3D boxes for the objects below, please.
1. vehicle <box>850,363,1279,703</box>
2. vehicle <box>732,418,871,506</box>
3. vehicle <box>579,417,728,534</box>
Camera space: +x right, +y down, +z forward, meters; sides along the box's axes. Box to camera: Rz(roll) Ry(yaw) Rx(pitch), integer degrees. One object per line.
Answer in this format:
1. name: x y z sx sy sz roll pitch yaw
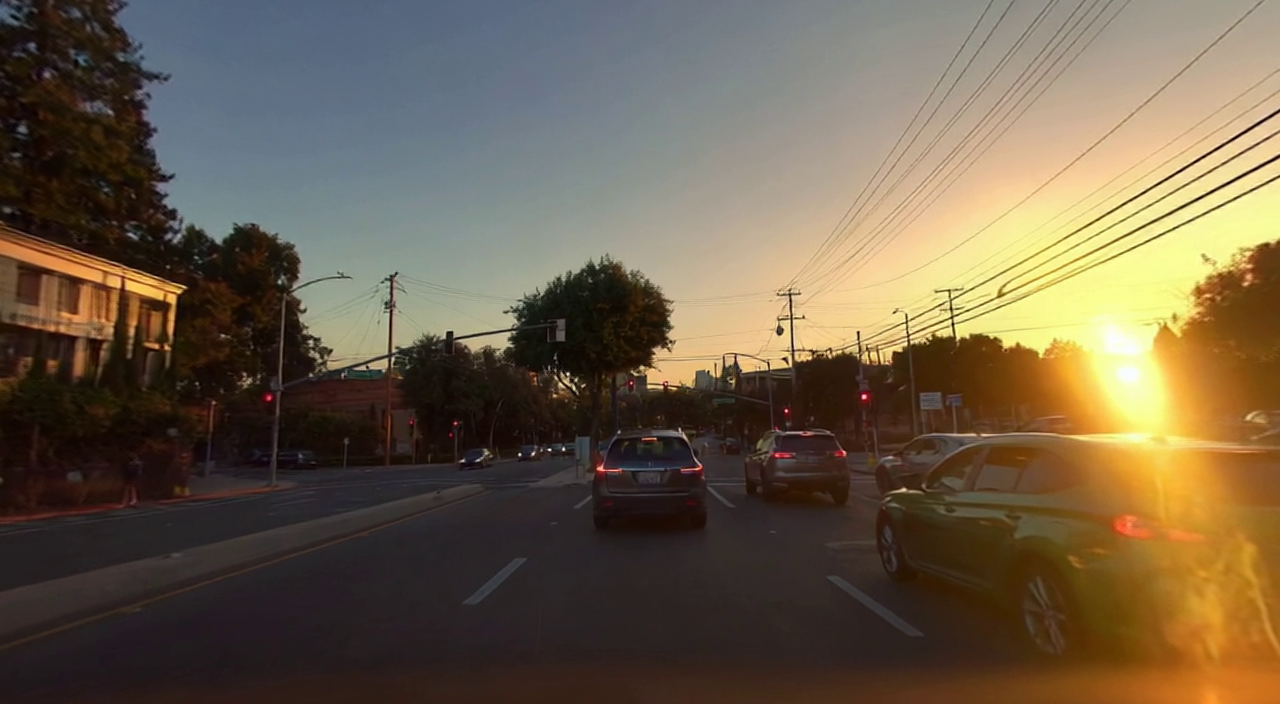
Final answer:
1. vehicle: 3.324 1.165 4.801 1.998 1.620 4.267 0 -9 1
2. vehicle: 3.699 2.633 15.506 2.060 1.789 4.712 0 -9 -1
3. vehicle: 0.189 2.084 11.177 2.149 1.668 3.962 0 -9 0
